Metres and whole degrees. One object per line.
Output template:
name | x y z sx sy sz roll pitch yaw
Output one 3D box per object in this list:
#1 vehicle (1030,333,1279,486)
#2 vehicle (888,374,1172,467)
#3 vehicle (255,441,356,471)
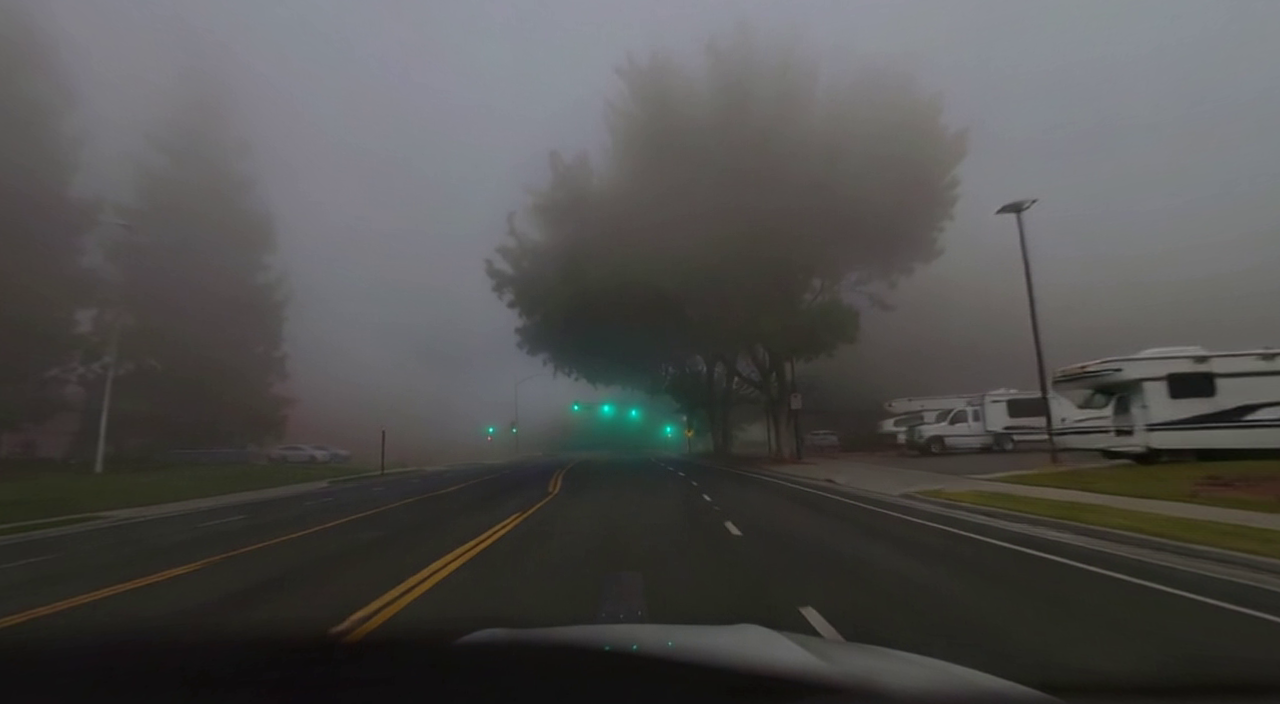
vehicle | 15.655 1.479 16.202 9.450 3.499 2.789 0 -8 -3
vehicle | 15.699 2.823 25.933 9.549 3.068 3.049 -3 -7 -3
vehicle | -24.798 7.707 47.010 6.218 2.056 2.324 -1 -5 1
